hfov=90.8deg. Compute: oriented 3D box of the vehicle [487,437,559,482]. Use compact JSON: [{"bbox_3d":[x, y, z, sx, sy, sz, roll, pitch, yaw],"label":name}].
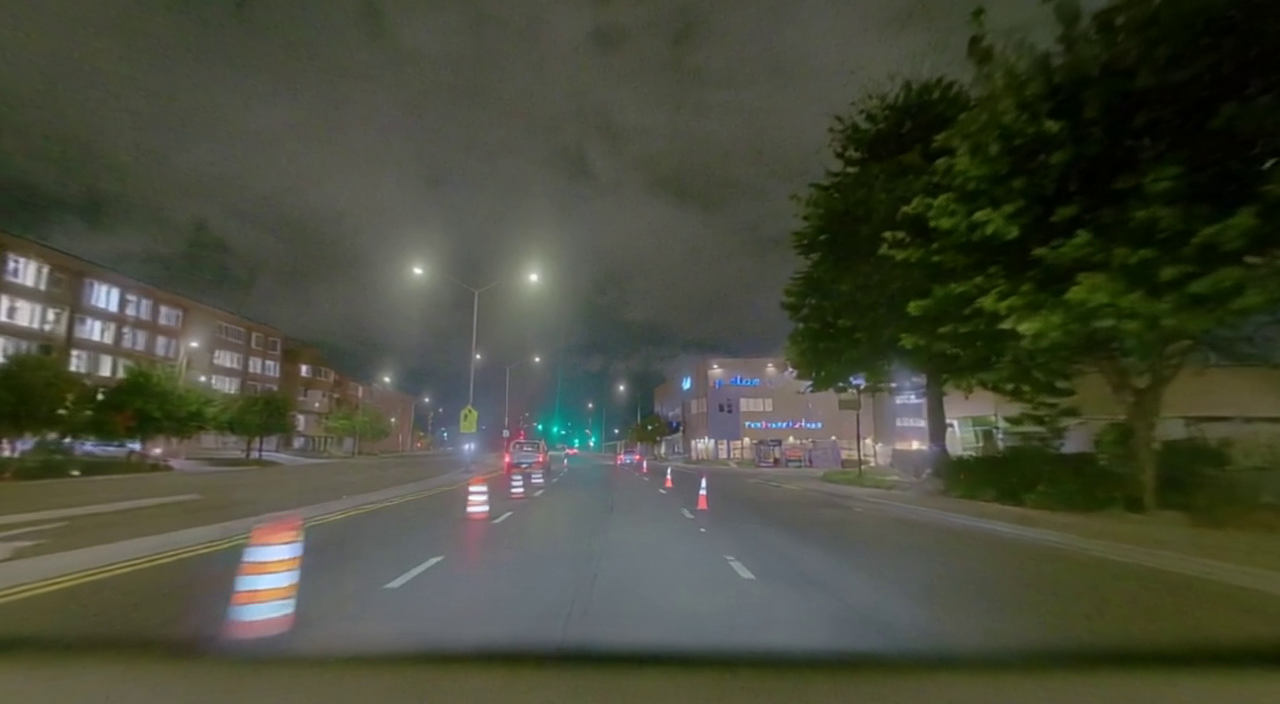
[{"bbox_3d":[-4.747,4.440,26.341,2.381,1.721,4.186,0,-9,-3],"label":"vehicle"}]
